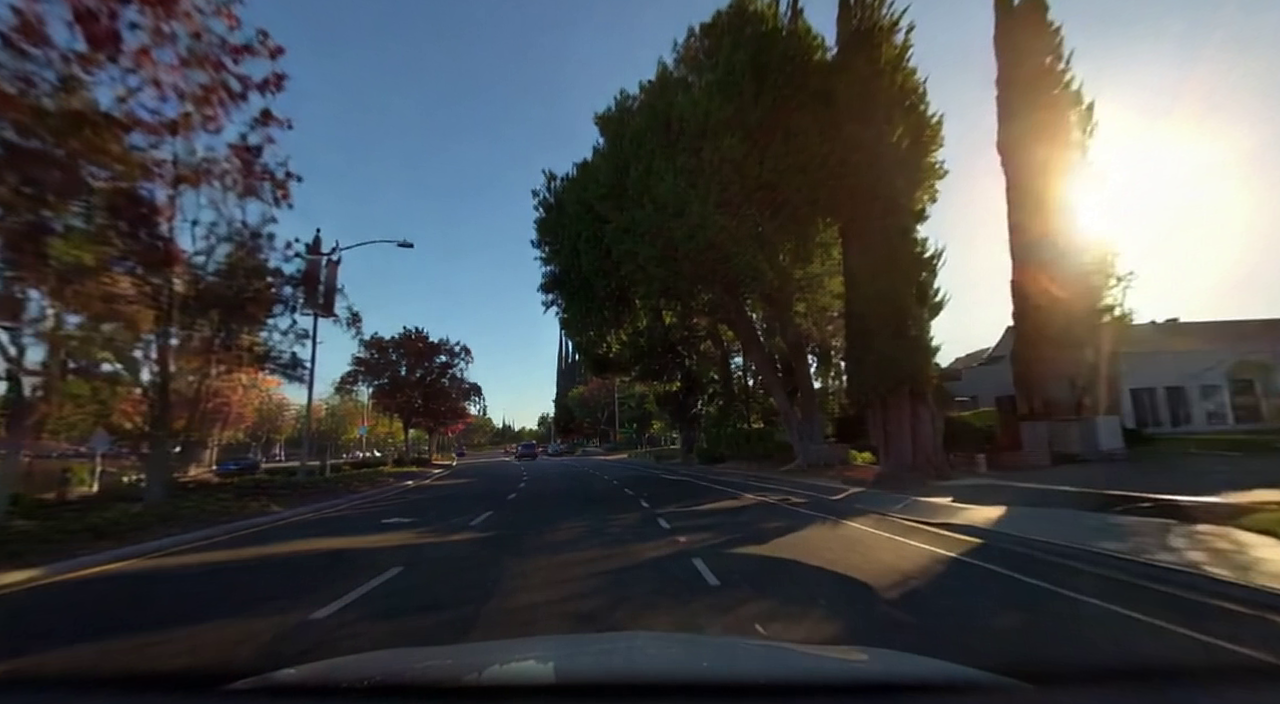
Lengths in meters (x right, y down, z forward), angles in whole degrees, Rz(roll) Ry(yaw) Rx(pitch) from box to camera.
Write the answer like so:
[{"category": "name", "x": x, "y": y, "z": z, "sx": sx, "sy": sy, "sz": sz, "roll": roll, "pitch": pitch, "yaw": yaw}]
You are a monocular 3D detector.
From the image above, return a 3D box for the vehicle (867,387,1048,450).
[{"category": "vehicle", "x": 15.485, "y": 3.488, "z": 31.541, "sx": 2.757, "sy": 2.765, "sz": 7.526, "roll": 6, "pitch": -10, "yaw": -33}]

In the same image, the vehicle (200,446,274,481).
[{"category": "vehicle", "x": -25.609, "y": 7.071, "z": 40.431, "sx": 2.284, "sy": 2.059, "sz": 5.740, "roll": 2, "pitch": -9, "yaw": -16}]
